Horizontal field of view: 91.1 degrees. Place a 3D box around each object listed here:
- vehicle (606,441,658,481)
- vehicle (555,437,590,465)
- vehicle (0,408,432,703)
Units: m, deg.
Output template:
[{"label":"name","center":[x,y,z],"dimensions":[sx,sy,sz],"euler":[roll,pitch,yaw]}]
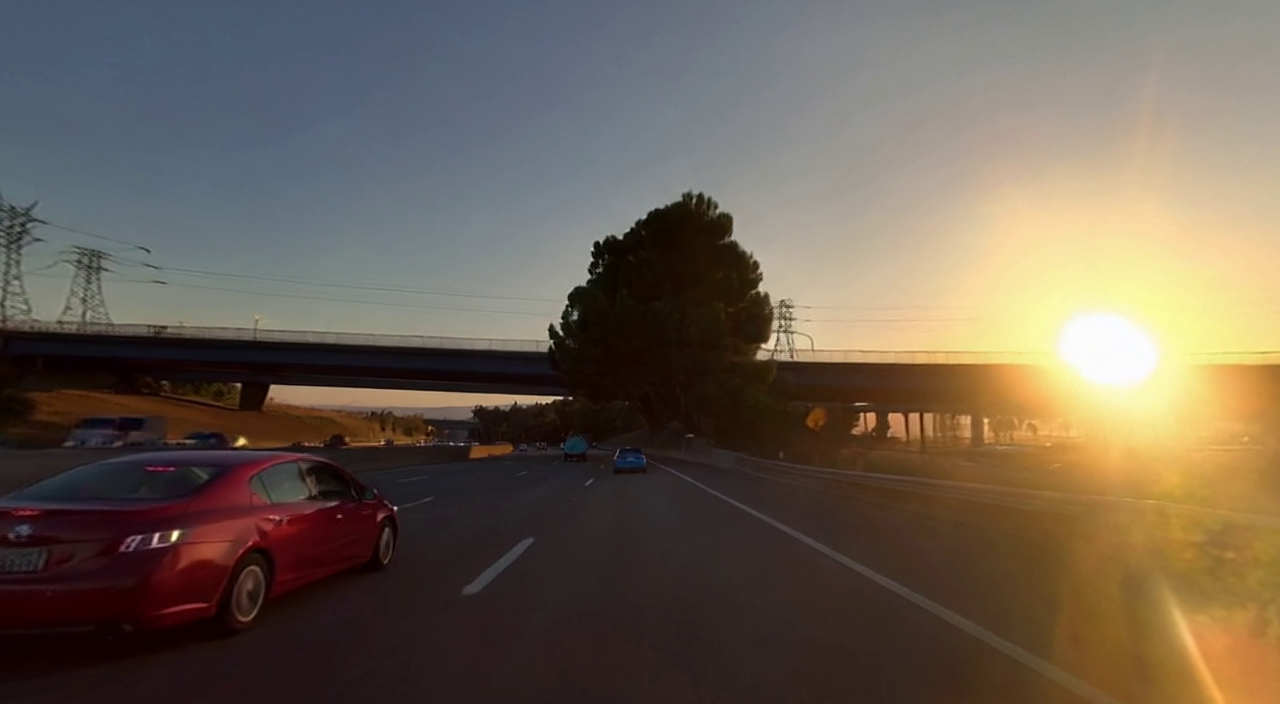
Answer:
[{"label":"vehicle","center":[-0.384,4.373,25.503],"dimensions":[1.954,1.460,3.983],"euler":[0,-8,-2]},{"label":"vehicle","center":[-4.676,6.898,43.862],"dimensions":[2.174,1.806,3.932],"euler":[0,-9,-3]},{"label":"vehicle","center":[-3.572,1.367,5.311],"dimensions":[2.035,1.514,4.600],"euler":[0,-8,0]}]
